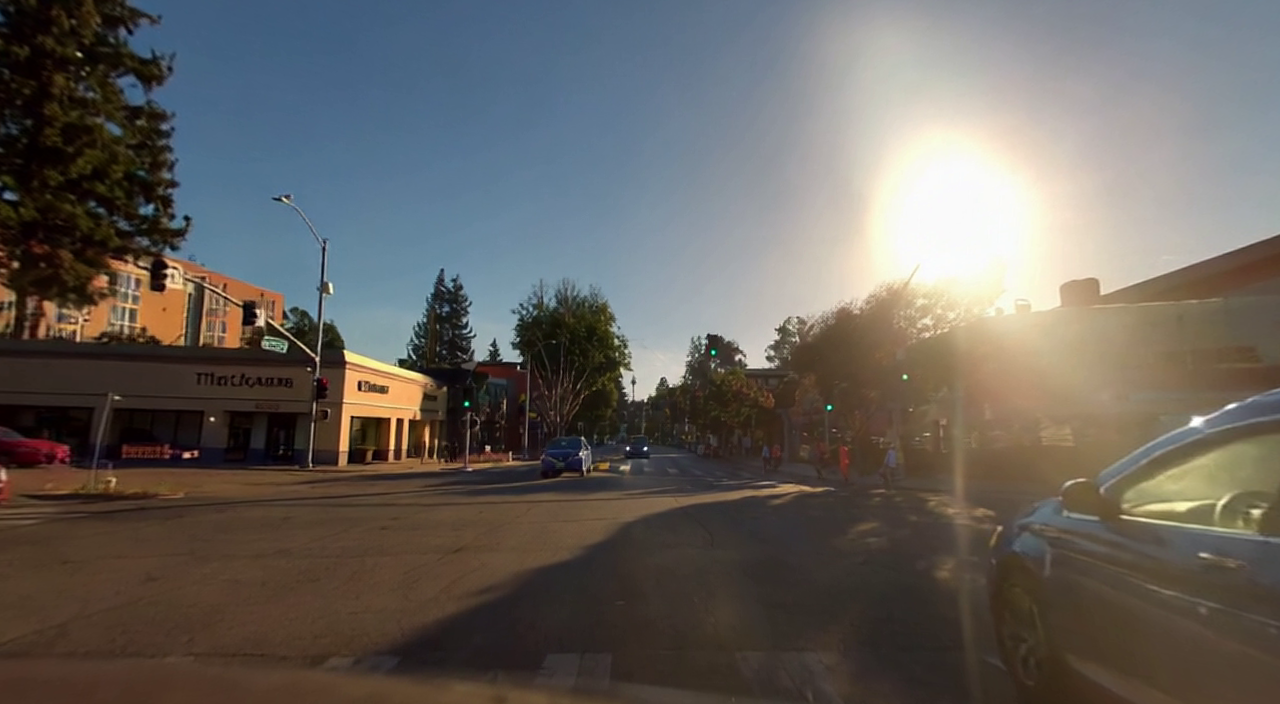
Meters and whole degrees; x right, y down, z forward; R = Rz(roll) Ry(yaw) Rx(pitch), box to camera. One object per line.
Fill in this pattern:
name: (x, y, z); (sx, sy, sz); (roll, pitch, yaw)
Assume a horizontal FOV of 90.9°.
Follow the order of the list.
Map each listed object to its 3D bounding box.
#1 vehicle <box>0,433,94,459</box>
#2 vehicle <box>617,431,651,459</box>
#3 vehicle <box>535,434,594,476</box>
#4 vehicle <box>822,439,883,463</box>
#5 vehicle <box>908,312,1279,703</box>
vehicle: (-36.464, 5.697, 38.198); (4.671, 1.543, 1.846); (4, -9, -27)
vehicle: (-0.469, 6.795, 46.121); (2.390, 1.948, 5.344); (0, -8, -1)
vehicle: (-3.148, 4.393, 27.220); (1.961, 1.658, 4.064); (0, -8, 1)
vehicle: (15.108, 7.027, 44.979); (1.924, 1.579, 4.084); (3, -9, -20)
vehicle: (2.864, 0.772, 1.913); (2.048, 1.725, 4.754); (0, -8, 1)
